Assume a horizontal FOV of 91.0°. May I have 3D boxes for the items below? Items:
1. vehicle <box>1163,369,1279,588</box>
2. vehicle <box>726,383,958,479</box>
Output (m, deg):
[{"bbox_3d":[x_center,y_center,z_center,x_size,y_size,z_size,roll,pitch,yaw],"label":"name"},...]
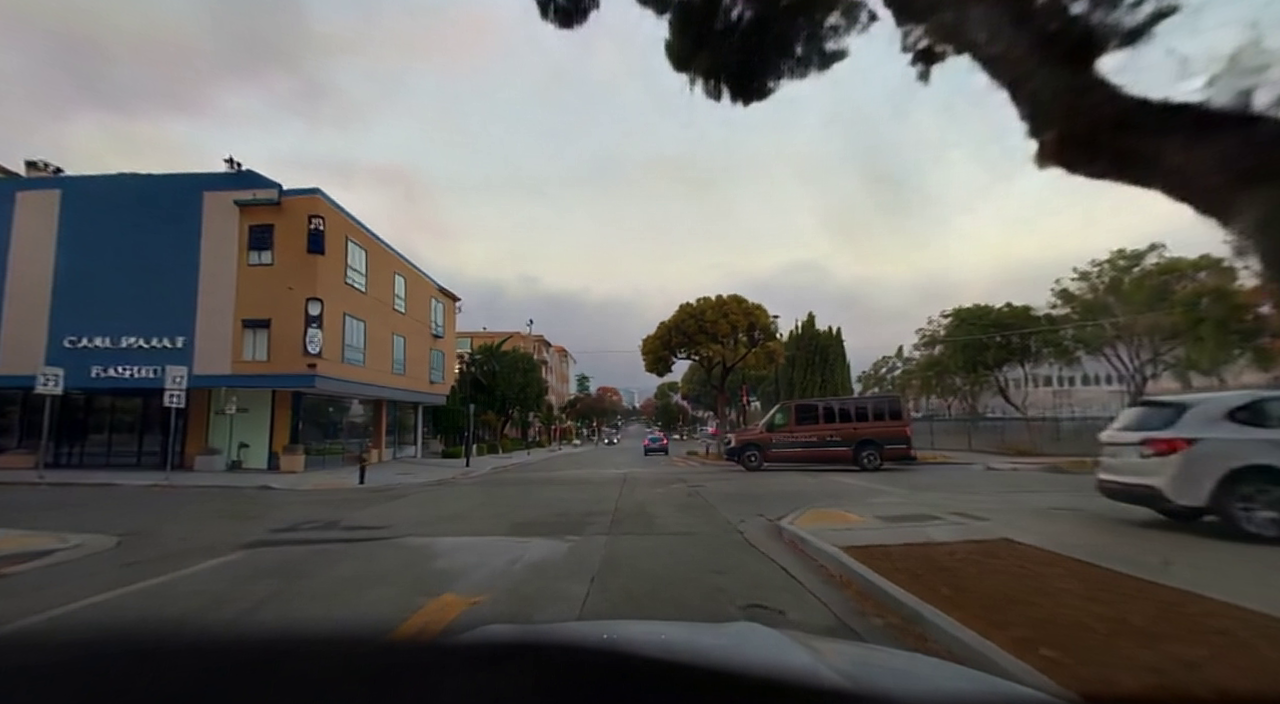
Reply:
[{"bbox_3d":[6.885,0.684,4.194,4.631,1.574,2.073,-8,-8,21],"label":"vehicle"},{"bbox_3d":[5.919,2.406,19.032,6.221,2.498,2.239,-5,-10,35],"label":"vehicle"}]
